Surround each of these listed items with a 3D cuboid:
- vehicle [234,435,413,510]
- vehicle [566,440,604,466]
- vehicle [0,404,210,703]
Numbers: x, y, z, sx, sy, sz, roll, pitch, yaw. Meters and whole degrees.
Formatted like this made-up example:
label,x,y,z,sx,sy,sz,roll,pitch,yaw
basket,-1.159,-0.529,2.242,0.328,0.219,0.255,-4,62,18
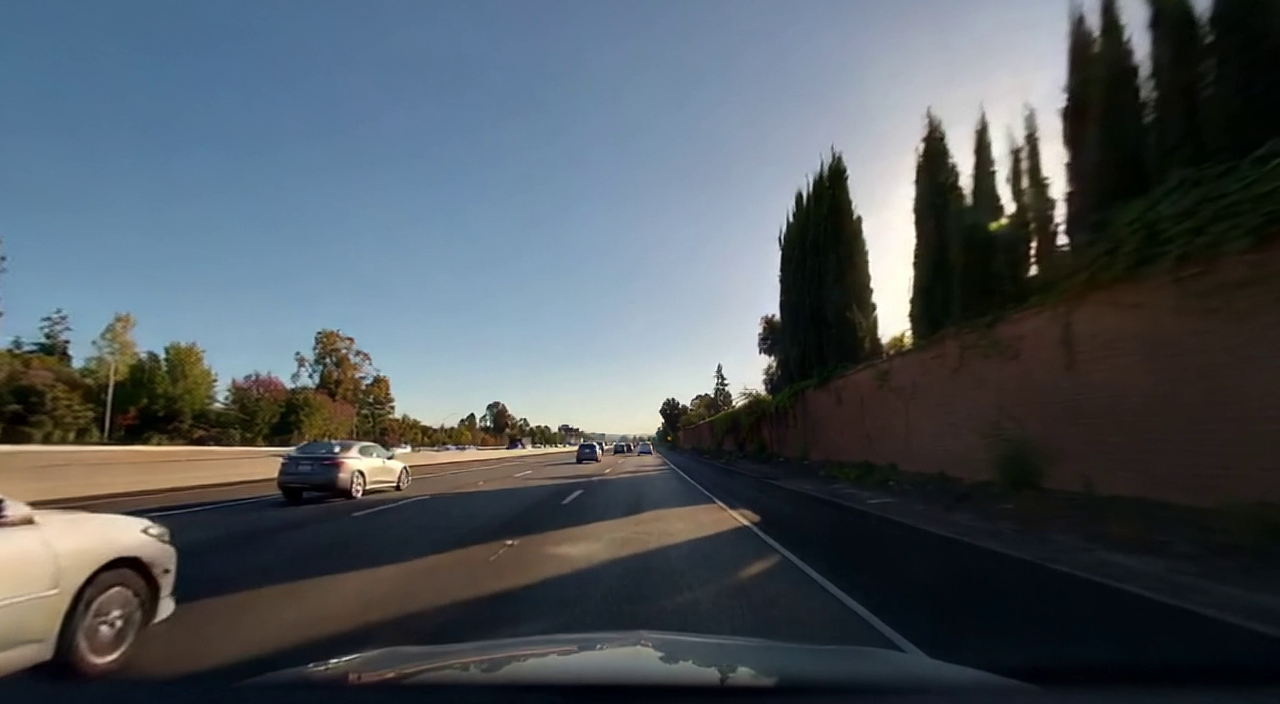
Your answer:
label,x,y,z,sx,sy,sz,roll,pitch,yaw
vehicle,-7.142,2.726,14.777,1.942,1.502,4.216,0,-8,1
vehicle,-3.585,6.633,41.532,2.036,1.636,4.511,0,-8,1
vehicle,-3.753,0.807,1.547,1.945,1.484,4.803,0,-8,1
